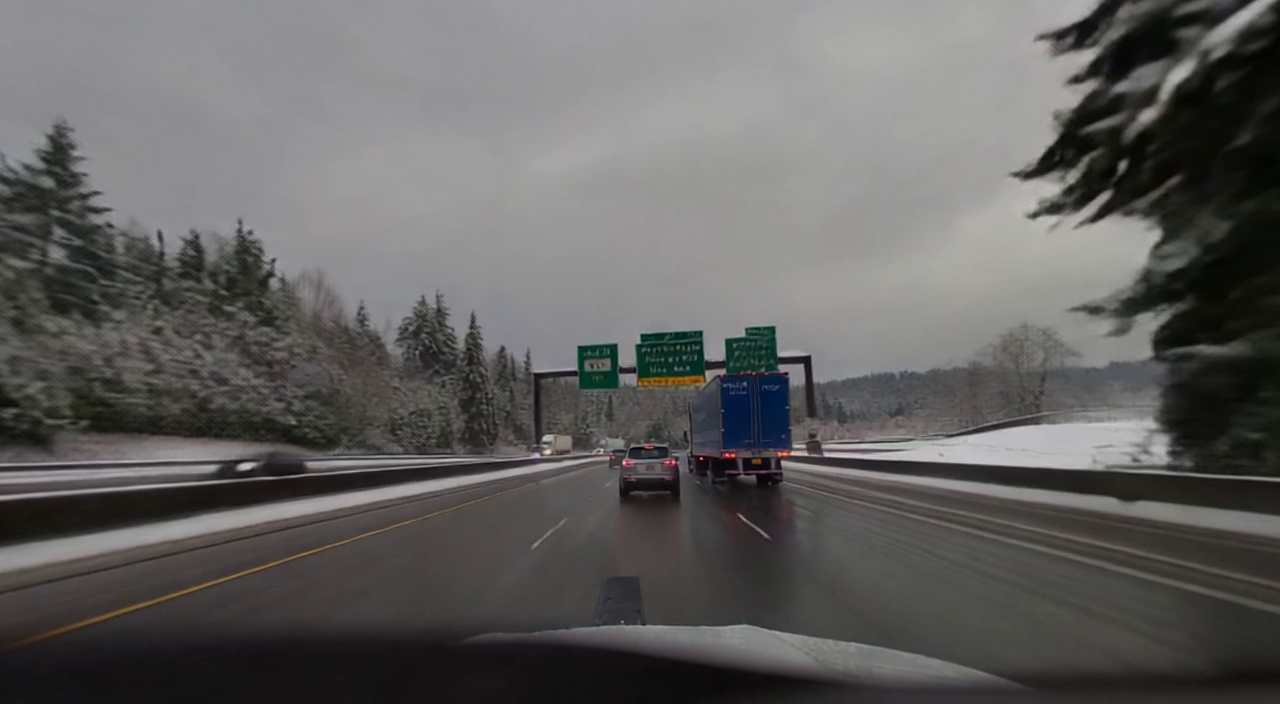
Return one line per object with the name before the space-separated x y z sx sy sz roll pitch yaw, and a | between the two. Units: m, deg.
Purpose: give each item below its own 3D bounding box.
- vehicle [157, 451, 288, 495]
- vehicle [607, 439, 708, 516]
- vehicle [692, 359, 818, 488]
vehicle | -15.391 4.447 23.574 1.769 1.450 4.404 0 -9 2
vehicle | 0.349 2.921 15.179 2.039 1.532 4.610 0 -9 0
vehicle | 4.128 3.289 26.498 2.960 4.018 13.834 0 -9 1
